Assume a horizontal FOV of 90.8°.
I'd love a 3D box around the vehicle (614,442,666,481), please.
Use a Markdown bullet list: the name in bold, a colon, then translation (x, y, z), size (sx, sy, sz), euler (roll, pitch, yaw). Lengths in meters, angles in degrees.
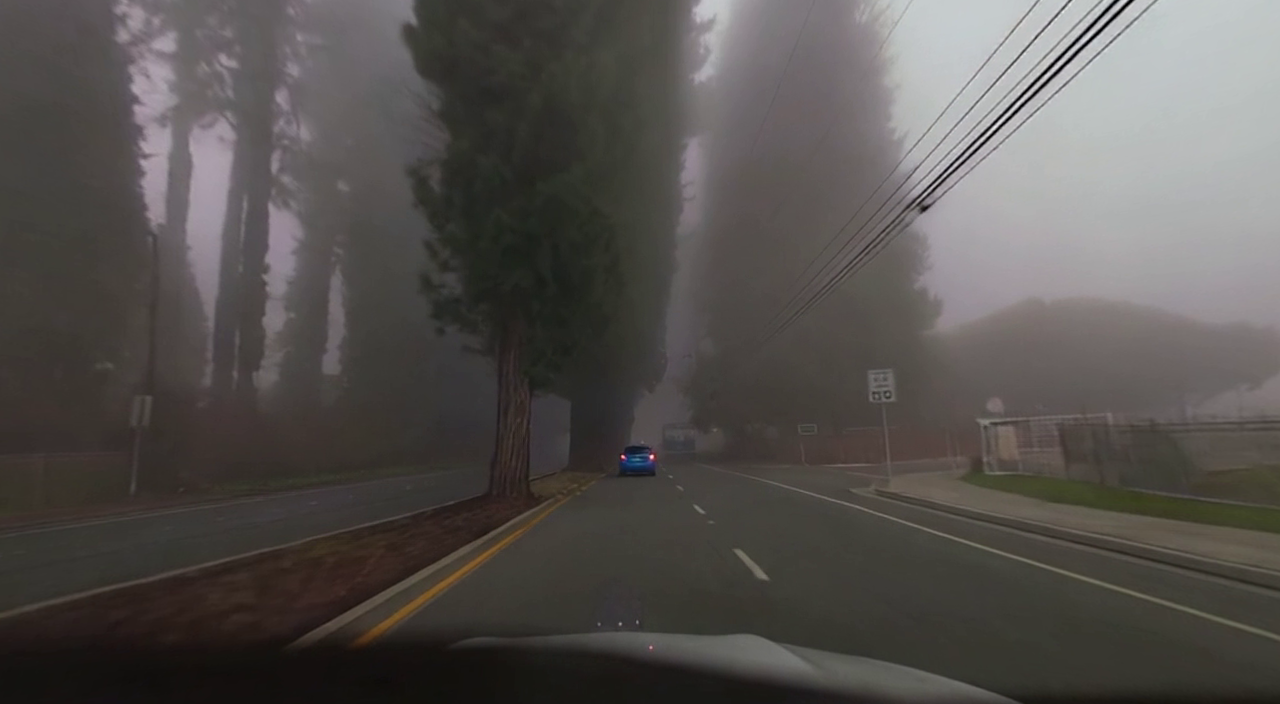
- **vehicle**: translation (-0.035, 4.584, 26.673), size (2.018, 1.511, 3.993), euler (0, -8, -1)
